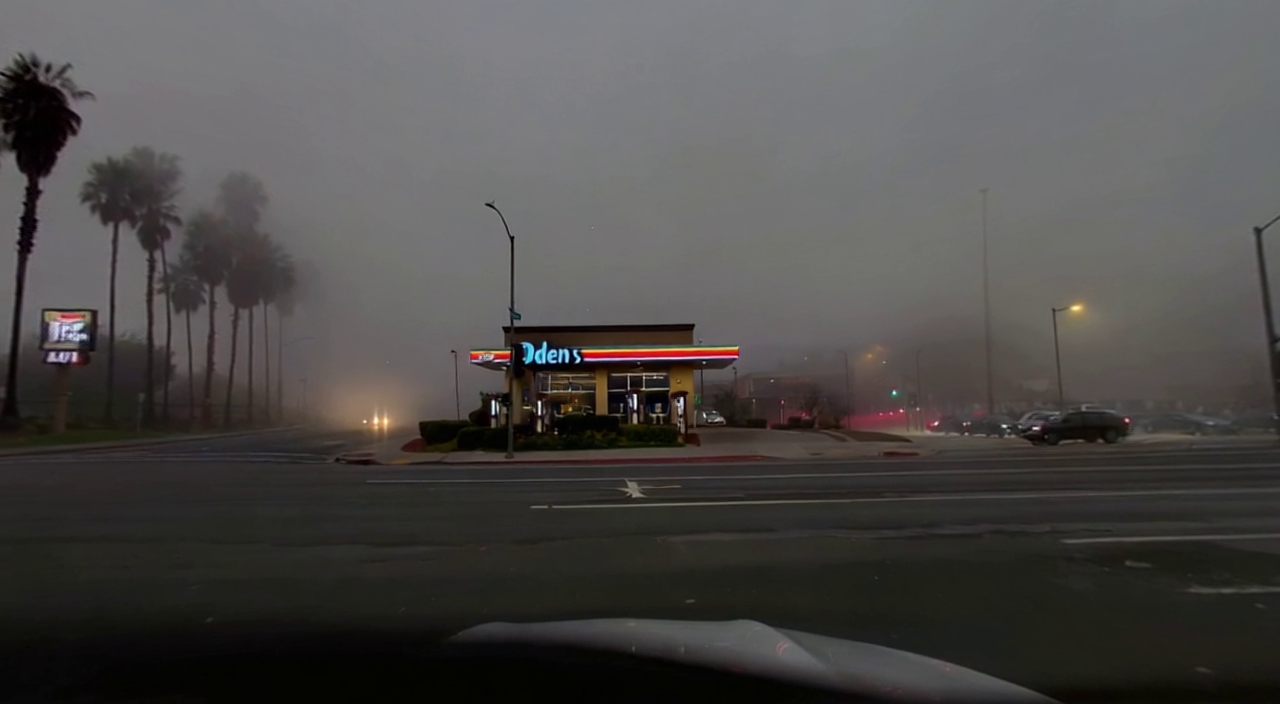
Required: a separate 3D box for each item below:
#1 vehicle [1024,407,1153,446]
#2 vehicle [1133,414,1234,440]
[{"bbox_3d":[21.992,3.610,31.091,4.880,1.754,2.202,0,-5,-7],"label":"vehicle"},{"bbox_3d":[33.889,4.747,39.571,1.805,1.466,4.641,1,-9,-8],"label":"vehicle"}]
